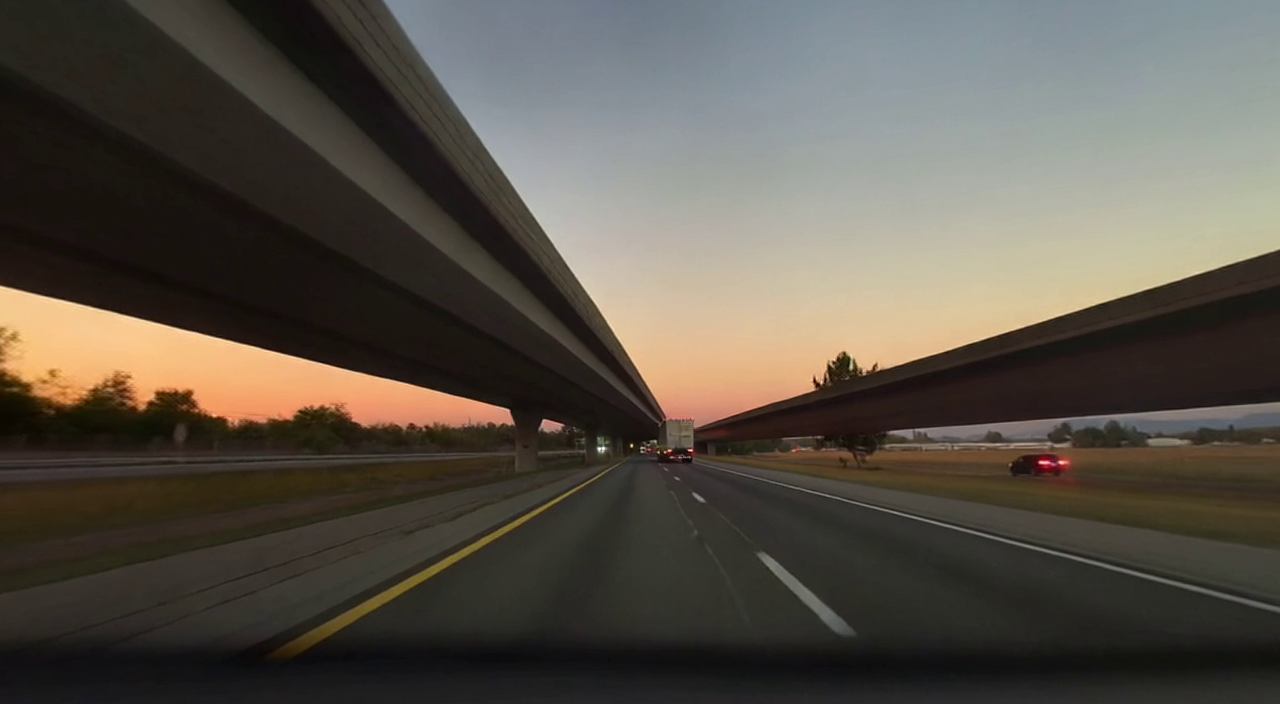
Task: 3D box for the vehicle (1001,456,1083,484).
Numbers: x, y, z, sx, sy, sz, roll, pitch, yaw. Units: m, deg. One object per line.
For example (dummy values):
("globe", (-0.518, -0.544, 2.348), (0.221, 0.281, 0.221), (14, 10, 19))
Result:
("vehicle", (23.607, 6.918, 37.192), (1.836, 1.499, 3.936), (1, -9, -8))
